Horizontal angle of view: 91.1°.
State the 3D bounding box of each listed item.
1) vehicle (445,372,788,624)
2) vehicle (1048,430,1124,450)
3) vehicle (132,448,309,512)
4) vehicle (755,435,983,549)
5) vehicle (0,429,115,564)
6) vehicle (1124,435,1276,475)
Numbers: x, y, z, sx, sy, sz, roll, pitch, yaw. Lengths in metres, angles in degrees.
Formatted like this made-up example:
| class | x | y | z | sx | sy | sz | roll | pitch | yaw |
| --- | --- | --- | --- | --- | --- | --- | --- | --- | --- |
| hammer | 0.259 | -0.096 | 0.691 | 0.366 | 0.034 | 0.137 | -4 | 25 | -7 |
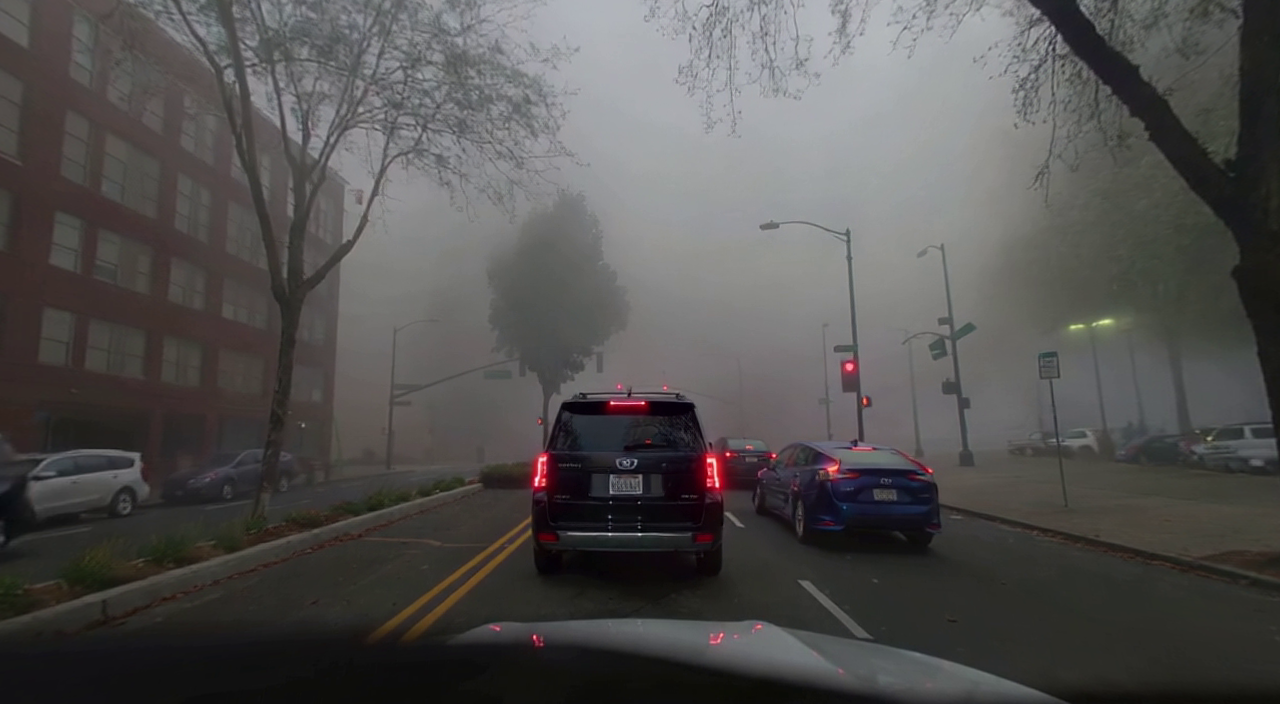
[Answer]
| class | x | y | z | sx | sy | sz | roll | pitch | yaw |
| --- | --- | --- | --- | --- | --- | --- | --- | --- | --- |
| vehicle | -0.159 | 1.363 | 6.757 | 2.453 | 1.816 | 4.300 | 0 | -8 | 0 |
| vehicle | 35.506 | 7.040 | 49.946 | 5.224 | 1.515 | 2.164 | 3 | -9 | -18 |
| vehicle | -12.461 | 3.782 | 19.160 | 2.207 | 1.648 | 4.675 | 0 | -8 | -1 |
| vehicle | 3.289 | 2.086 | 10.074 | 2.056 | 1.422 | 4.130 | 0 | -8 | -1 |
| vehicle | -9.282 | 1.789 | 7.594 | 2.054 | 1.722 | 4.292 | 0 | -8 | 1 |
| vehicle | 22.104 | 4.060 | 24.998 | 4.055 | 1.469 | 1.848 | -4 | -9 | 26 |
